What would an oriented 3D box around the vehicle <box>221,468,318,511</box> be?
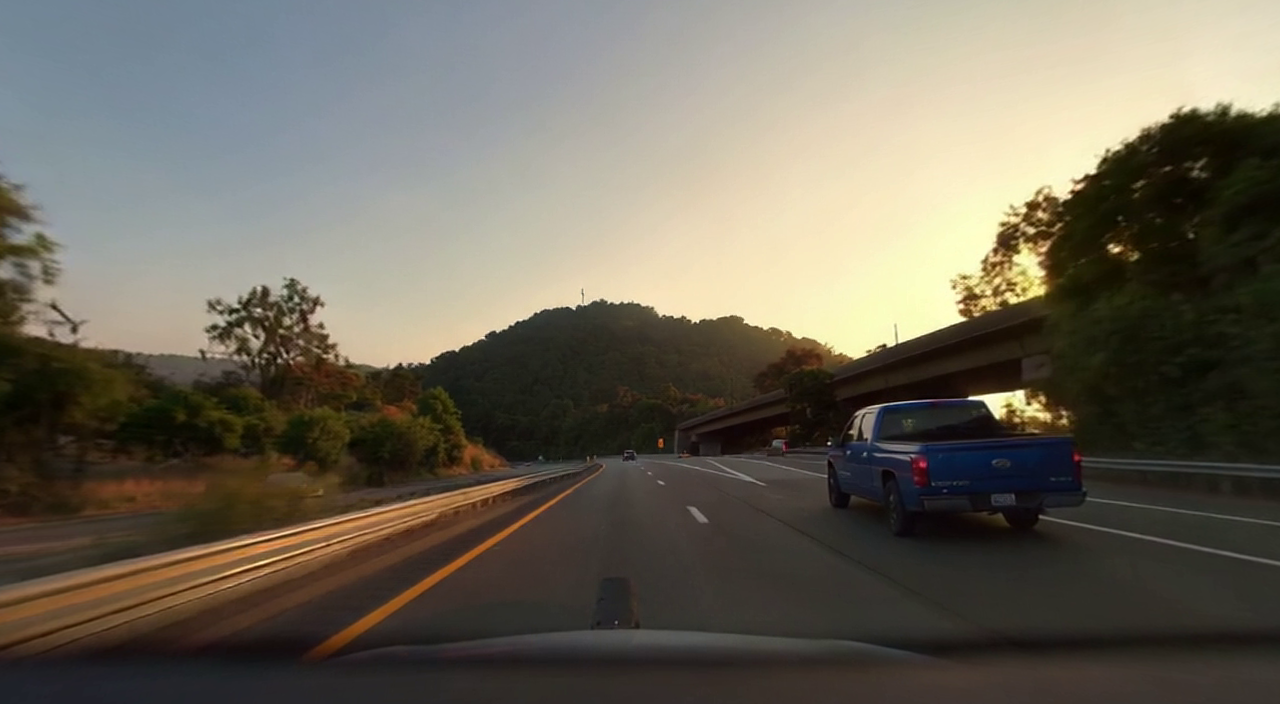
[{"bbox_3d":[-22.196,8.208,38.249,2.573,1.976,5.651,-5,-9,-1],"label":"vehicle"}]
